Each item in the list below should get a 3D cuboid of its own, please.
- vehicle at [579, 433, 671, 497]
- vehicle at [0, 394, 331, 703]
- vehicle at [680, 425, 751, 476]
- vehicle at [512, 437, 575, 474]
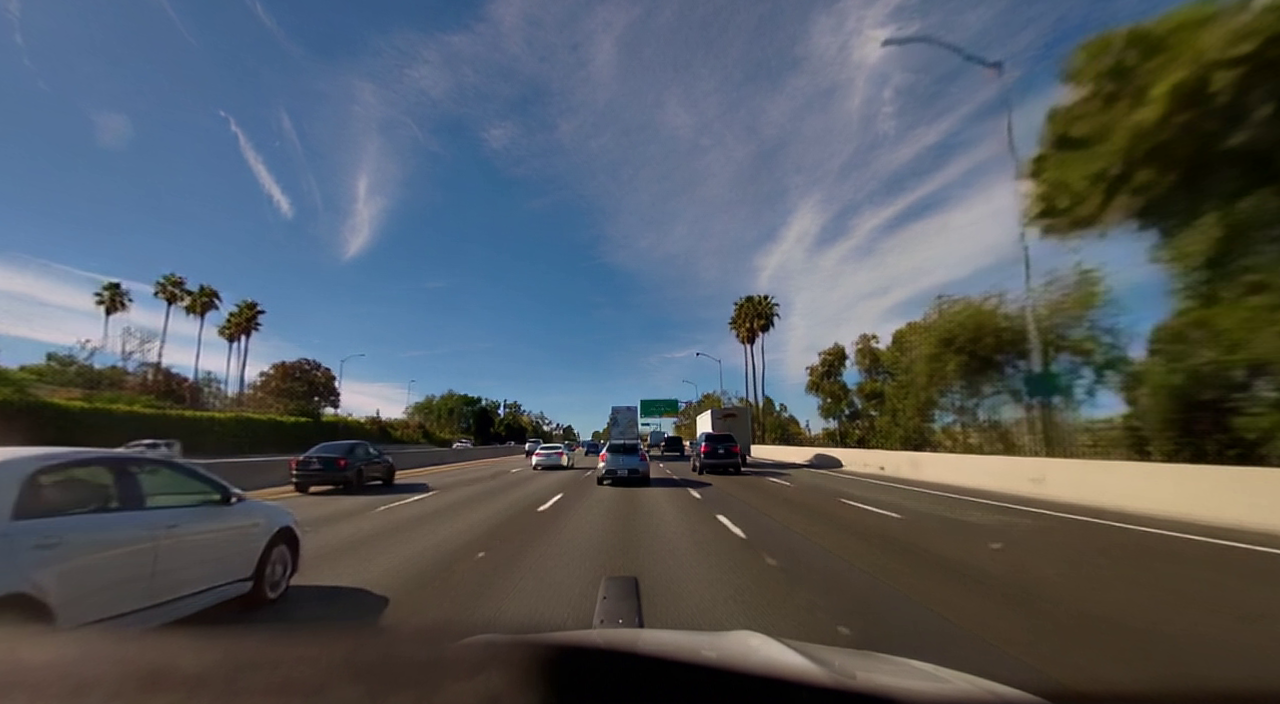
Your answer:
[{"bbox_3d":[-0.350,2.915,16.649,2.136,1.470,3.971,0,-8,0],"label":"vehicle"},{"bbox_3d":[-3.625,0.981,2.980,2.064,1.475,4.489,0,-8,0],"label":"vehicle"},{"bbox_3d":[2.902,3.945,25.408,2.173,1.870,4.499,0,-8,-2],"label":"vehicle"},{"bbox_3d":[-4.004,4.387,26.860,1.998,1.423,4.436,0,-8,0],"label":"vehicle"}]
